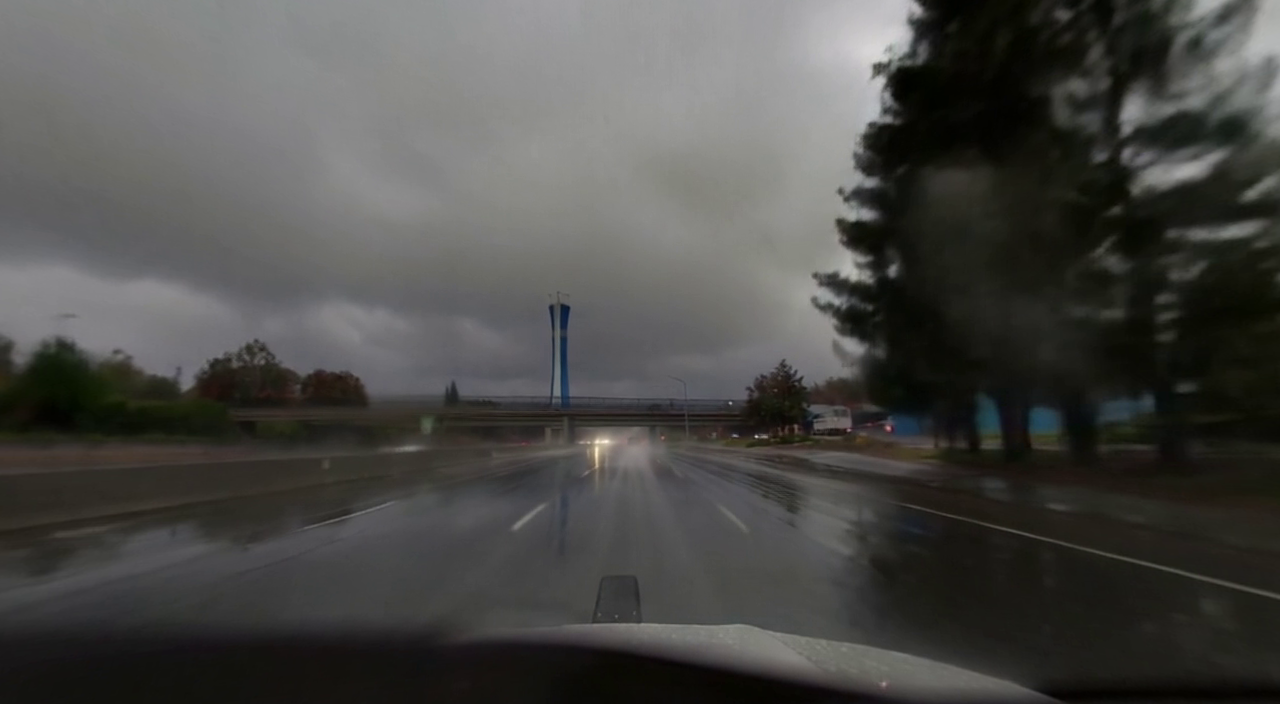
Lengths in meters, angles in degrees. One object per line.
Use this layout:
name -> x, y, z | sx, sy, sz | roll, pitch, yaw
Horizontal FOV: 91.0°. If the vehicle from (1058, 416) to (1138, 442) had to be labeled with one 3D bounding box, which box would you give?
vehicle -> 29.695, 5.056, 41.027 | 1.970, 1.474, 4.550 | -5, -8, 4
